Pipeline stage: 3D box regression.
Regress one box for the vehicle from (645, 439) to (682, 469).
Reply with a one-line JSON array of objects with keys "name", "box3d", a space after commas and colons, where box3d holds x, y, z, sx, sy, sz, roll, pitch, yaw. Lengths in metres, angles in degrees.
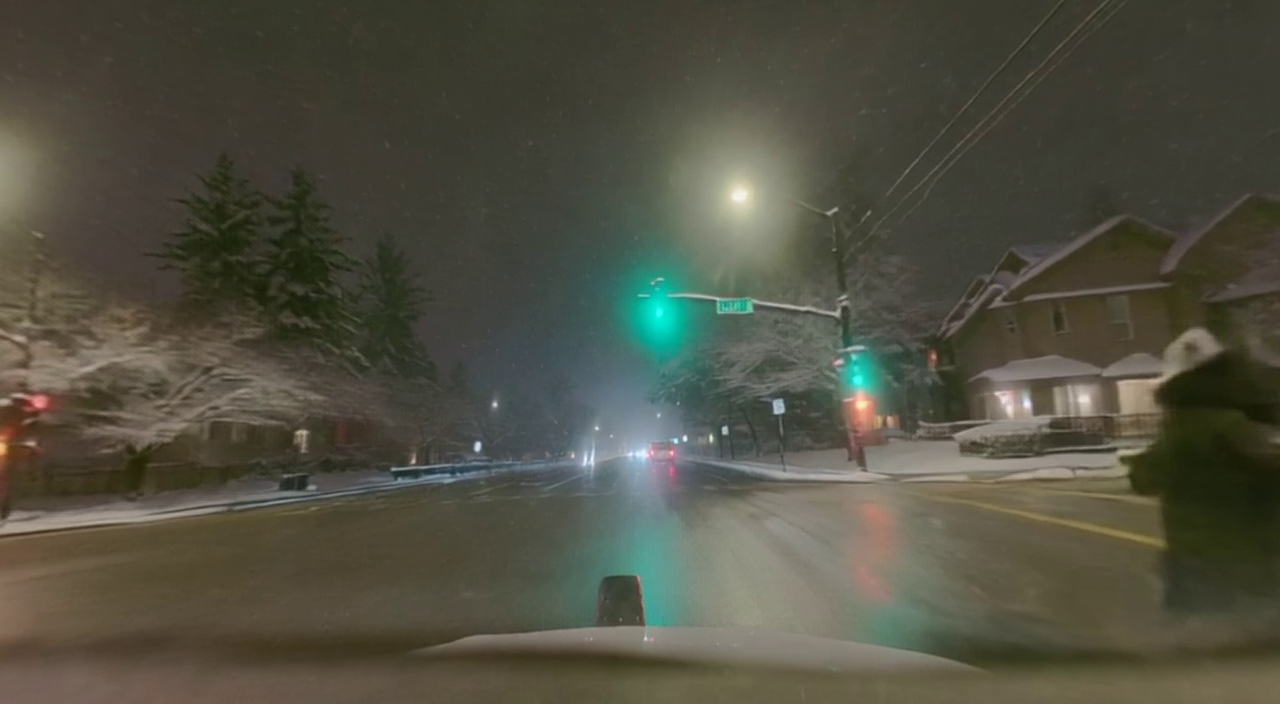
[{"name": "vehicle", "box3d": [1.470, 6.514, 40.689, 2.215, 1.799, 4.426, 0, -8, 1]}]
